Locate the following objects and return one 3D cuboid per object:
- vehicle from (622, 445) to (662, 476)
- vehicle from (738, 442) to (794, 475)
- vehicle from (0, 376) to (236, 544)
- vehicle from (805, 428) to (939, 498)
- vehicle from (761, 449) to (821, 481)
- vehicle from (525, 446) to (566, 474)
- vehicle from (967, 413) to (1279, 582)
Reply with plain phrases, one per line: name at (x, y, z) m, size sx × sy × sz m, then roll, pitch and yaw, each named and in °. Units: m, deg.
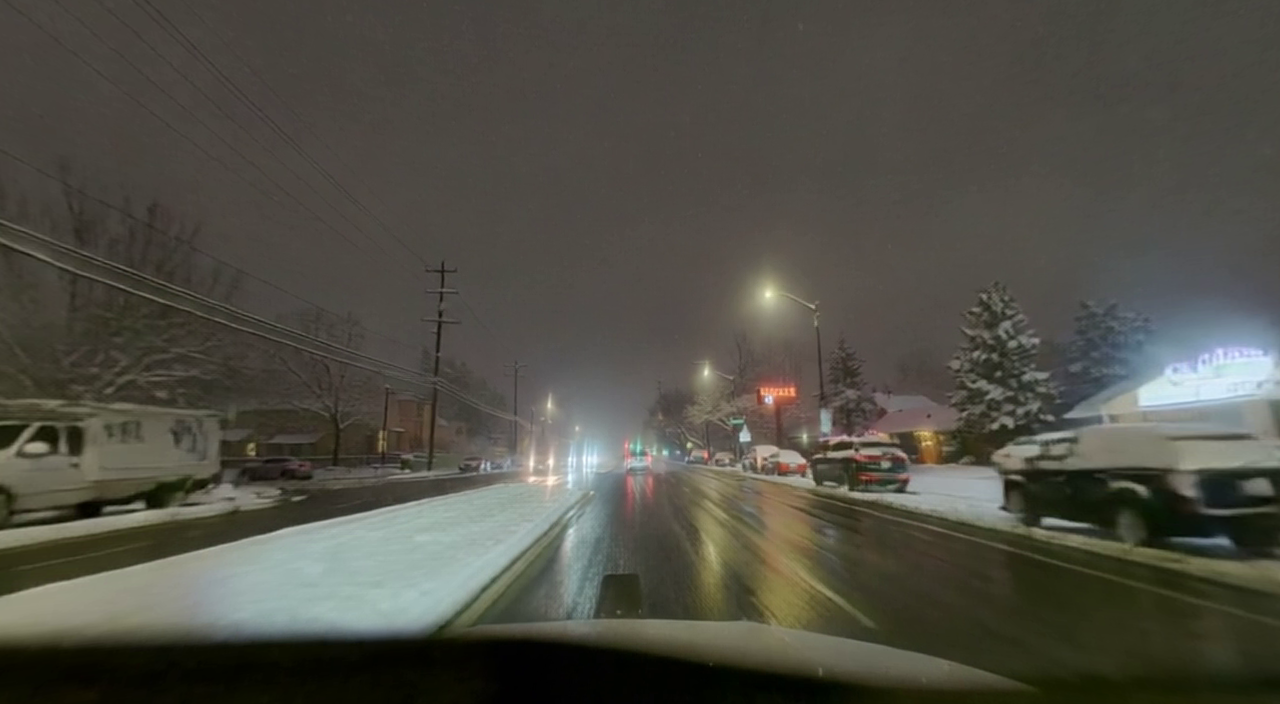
vehicle at (0.070, 5.942, 34.839) m, size 2.067 × 1.547 × 4.513 m, roll 0°, pitch -8°, yaw -1°
vehicle at (7.640, 6.508, 38.950) m, size 2.188 × 1.903 × 5.324 m, roll 0°, pitch -8°, yaw -2°
vehicle at (-14.207, 2.688, 16.175) m, size 2.865 × 3.346 × 7.163 m, roll 0°, pitch -8°, yaw 0°
vehicle at (7.633, 3.721, 21.684) m, size 2.370 × 2.022 × 5.918 m, roll 0°, pitch -8°, yaw 0°
vehicle at (7.719, 5.796, 32.680) m, size 1.833 × 1.475 × 4.648 m, roll 0°, pitch -8°, yaw -2°
vehicle at (-6.231, 7.139, 42.046) m, size 2.096 × 1.702 × 4.244 m, roll 0°, pitch -8°, yaw 0°
vehicle at (7.909, 2.074, 10.118) m, size 2.188 × 1.897 × 5.794 m, roll 0°, pitch -8°, yaw 0°
